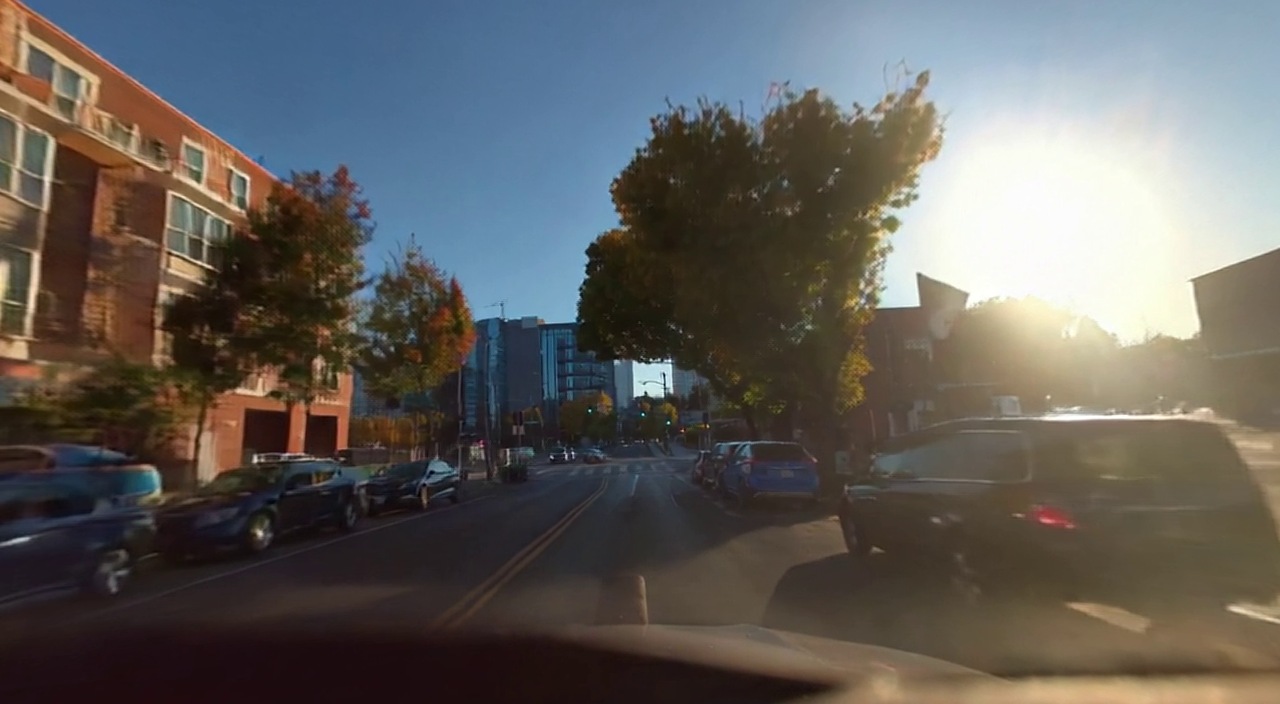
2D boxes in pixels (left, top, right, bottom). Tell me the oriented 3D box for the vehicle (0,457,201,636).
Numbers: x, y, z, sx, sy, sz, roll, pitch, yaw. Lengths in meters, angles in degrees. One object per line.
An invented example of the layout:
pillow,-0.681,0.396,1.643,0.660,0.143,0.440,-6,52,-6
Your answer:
vehicle,-6.466,1.703,5.454,1.913,1.479,4.714,-1,-8,1

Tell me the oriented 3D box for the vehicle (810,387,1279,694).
vehicle,3.418,1.457,6.295,1.886,1.740,5.167,0,-8,-1

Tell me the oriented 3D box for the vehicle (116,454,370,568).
vehicle,-6.595,2.616,11.235,1.723,1.520,4.439,0,-8,-1

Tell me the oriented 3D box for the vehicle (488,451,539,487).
vehicle,-6.747,6.228,33.998,1.893,1.758,4.019,-1,-8,0

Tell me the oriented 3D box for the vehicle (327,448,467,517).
vehicle,-6.537,3.645,17.730,2.033,1.523,4.867,-3,-11,0

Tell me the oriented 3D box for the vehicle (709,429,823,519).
vehicle,2.882,2.906,15.596,1.954,1.845,4.682,-1,-8,1
